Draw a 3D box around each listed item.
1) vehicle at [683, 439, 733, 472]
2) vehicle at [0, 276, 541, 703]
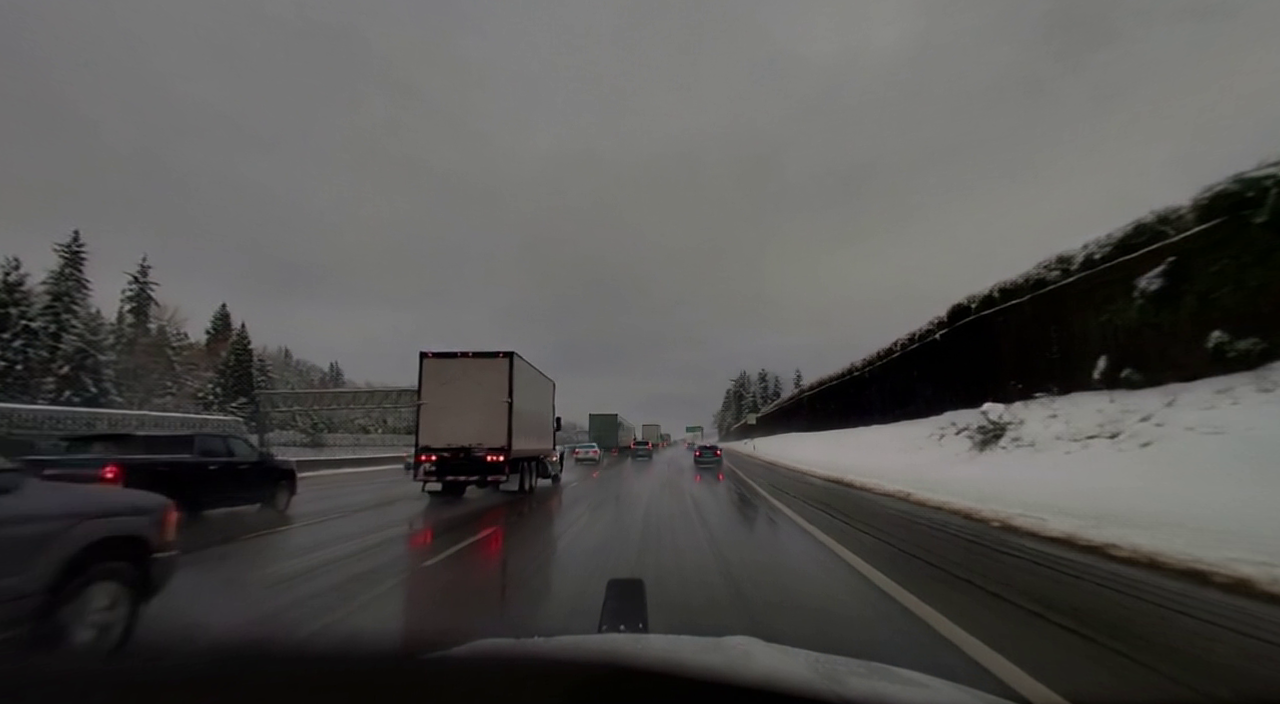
[{"bbox_3d":[3.166,4.934,30.258,2.176,1.493,3.955,-1,-8,3],"label":"vehicle"},{"bbox_3d":[-3.957,1.512,7.835,3.050,1.964,15.030,0,-8,0],"label":"vehicle"}]
